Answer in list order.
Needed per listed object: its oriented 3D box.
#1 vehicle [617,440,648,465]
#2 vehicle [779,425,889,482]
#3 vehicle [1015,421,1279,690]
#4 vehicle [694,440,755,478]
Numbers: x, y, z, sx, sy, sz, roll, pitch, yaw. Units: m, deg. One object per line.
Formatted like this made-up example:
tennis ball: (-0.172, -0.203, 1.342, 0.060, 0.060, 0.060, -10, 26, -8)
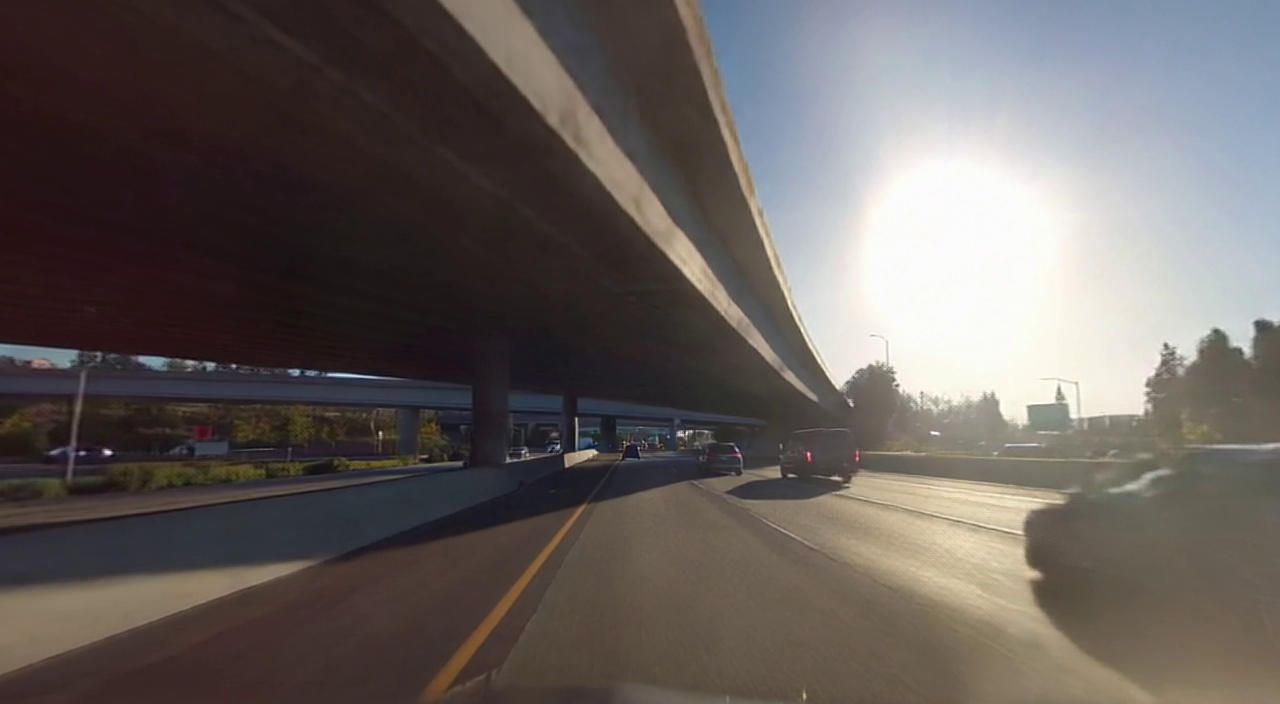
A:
vehicle: (-0.596, 7.545, 47.522, 2.256, 1.743, 4.189, 0, -8, -1)
vehicle: (7.663, 4.117, 25.817, 2.448, 2.042, 5.959, 0, -8, -1)
vehicle: (4.481, 1.129, 3.570, 1.971, 1.453, 4.414, 0, -8, 0)
vehicle: (3.822, 4.940, 29.454, 2.005, 1.585, 4.863, 0, -8, -2)
